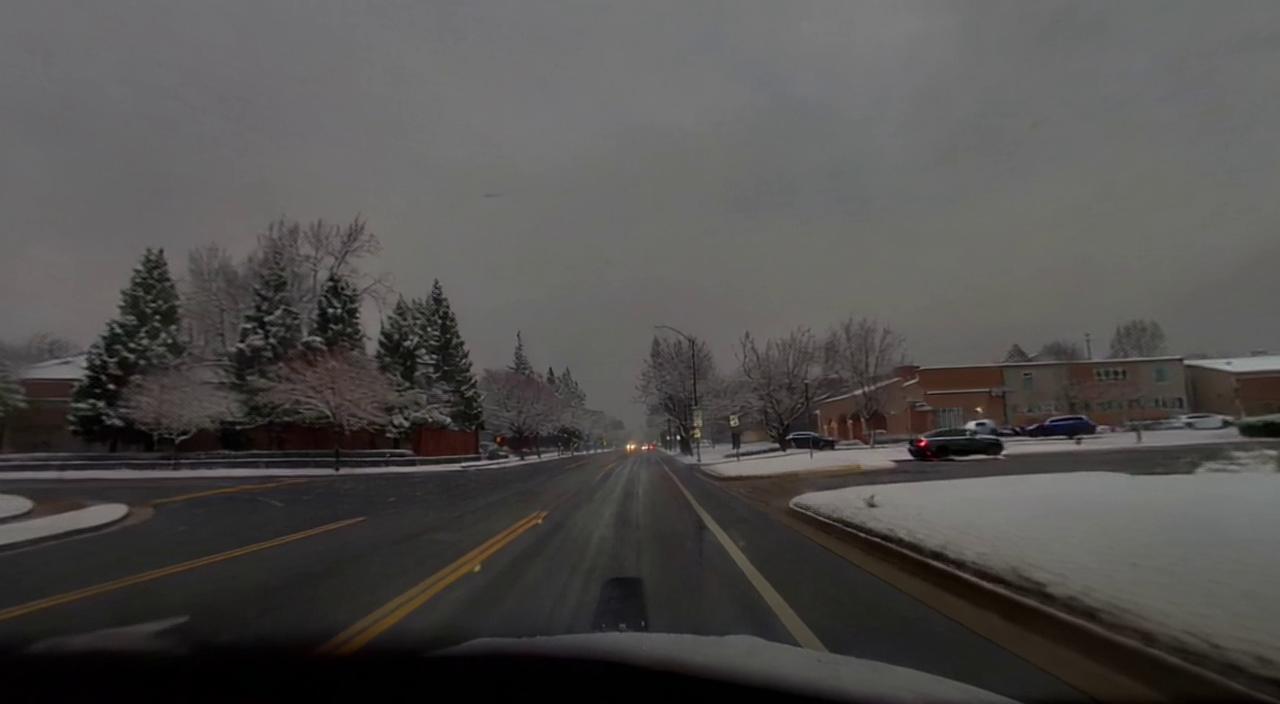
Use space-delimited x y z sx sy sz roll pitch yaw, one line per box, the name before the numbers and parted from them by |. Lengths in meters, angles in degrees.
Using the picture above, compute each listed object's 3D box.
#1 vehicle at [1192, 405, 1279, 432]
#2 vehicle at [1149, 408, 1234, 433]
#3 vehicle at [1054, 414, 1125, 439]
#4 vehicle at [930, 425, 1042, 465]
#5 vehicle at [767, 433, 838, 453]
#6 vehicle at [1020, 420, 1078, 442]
vehicle | 43.246 4.884 45.912 1.791 1.739 4.750 0 -8 0
vehicle | 40.537 5.115 46.470 1.932 1.631 4.750 0 -9 0
vehicle | 32.551 5.482 45.778 1.898 1.689 4.375 0 -8 -1
vehicle | 13.722 3.748 25.366 1.927 1.464 4.644 0 -8 1
vehicle | 12.645 7.108 49.246 4.955 1.489 2.002 0 -8 2
vehicle | 29.810 5.821 46.070 1.740 1.466 3.900 0 -8 2
